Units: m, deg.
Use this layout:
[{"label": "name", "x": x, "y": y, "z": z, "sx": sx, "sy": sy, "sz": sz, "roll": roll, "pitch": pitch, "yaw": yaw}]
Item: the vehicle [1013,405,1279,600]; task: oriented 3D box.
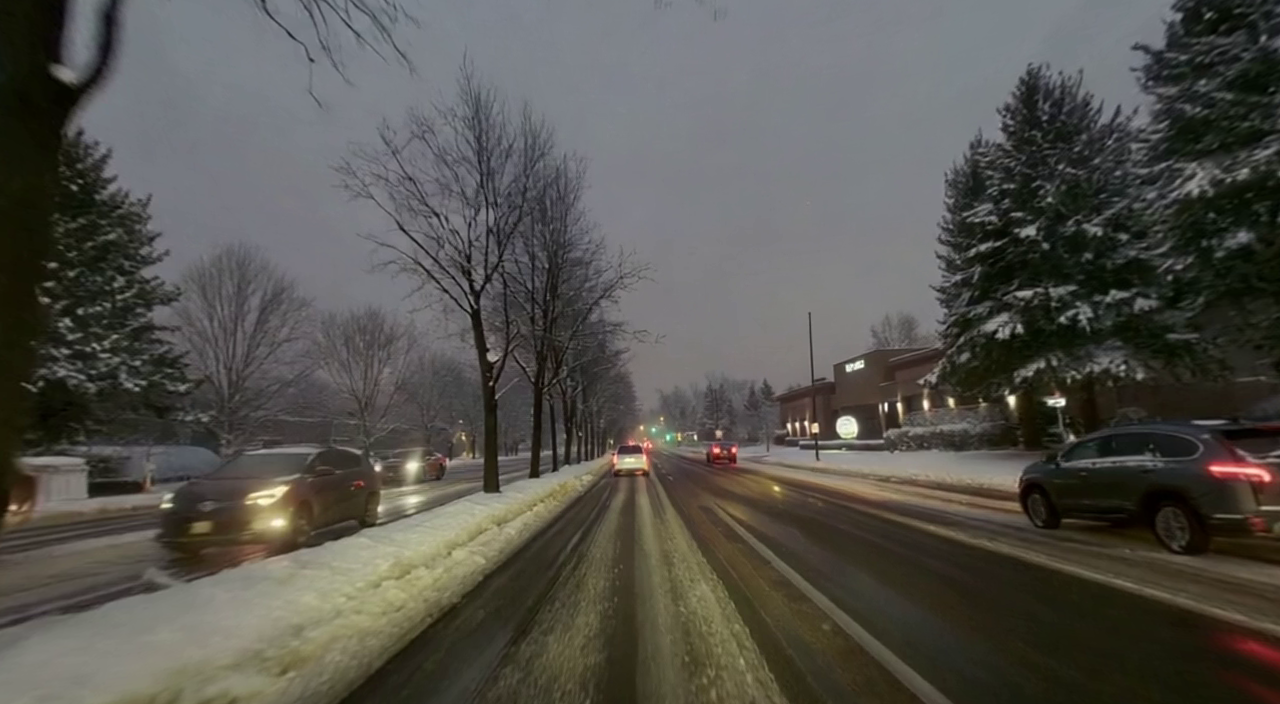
[{"label": "vehicle", "x": 6.408, "y": 1.533, "z": 7.061, "sx": 1.949, "sy": 1.647, "sz": 3.894, "roll": 0, "pitch": -8, "yaw": -1}]

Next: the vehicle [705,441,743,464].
[{"label": "vehicle", "x": 5.793, "y": 6.983, "z": 43.953, "sx": 1.970, "sy": 1.461, "sz": 4.267, "roll": 0, "pitch": -8, "yaw": -2}]

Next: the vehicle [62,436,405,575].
[{"label": "vehicle", "x": -5.183, "y": 1.966, "z": 8.998, "sx": 1.900, "sy": 1.458, "sz": 4.465, "roll": 0, "pitch": -8, "yaw": 0}]

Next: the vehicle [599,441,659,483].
[{"label": "vehicle", "x": -0.382, "y": 3.928, "z": 22.792, "sx": 1.970, "sy": 1.402, "sz": 3.756, "roll": 0, "pitch": -8, "yaw": -1}]
